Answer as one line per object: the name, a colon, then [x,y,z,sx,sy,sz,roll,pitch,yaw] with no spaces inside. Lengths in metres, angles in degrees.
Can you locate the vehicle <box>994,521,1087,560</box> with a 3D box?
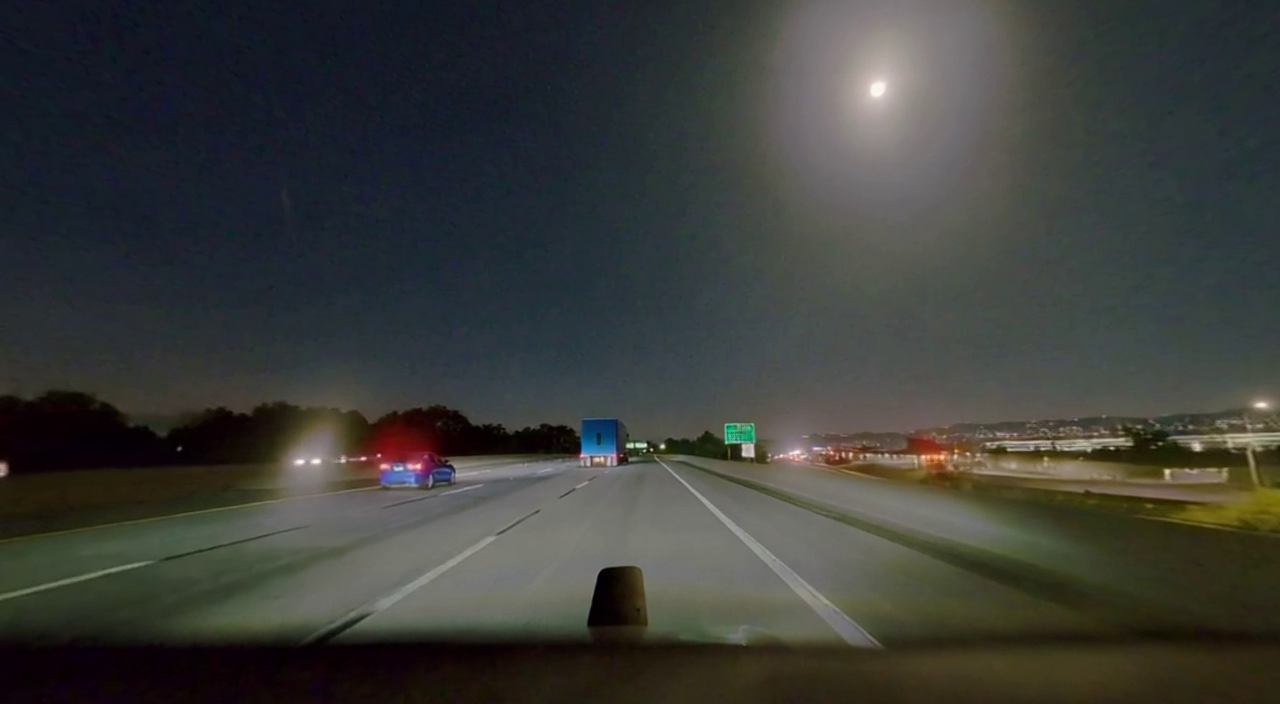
vehicle: [24.061,11.353,37.998,2.126,1.475,4.971,0,-8,-4]

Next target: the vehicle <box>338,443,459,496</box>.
vehicle: [-7.415,3.636,19.875,1.901,1.467,4.629,0,-8,1]
